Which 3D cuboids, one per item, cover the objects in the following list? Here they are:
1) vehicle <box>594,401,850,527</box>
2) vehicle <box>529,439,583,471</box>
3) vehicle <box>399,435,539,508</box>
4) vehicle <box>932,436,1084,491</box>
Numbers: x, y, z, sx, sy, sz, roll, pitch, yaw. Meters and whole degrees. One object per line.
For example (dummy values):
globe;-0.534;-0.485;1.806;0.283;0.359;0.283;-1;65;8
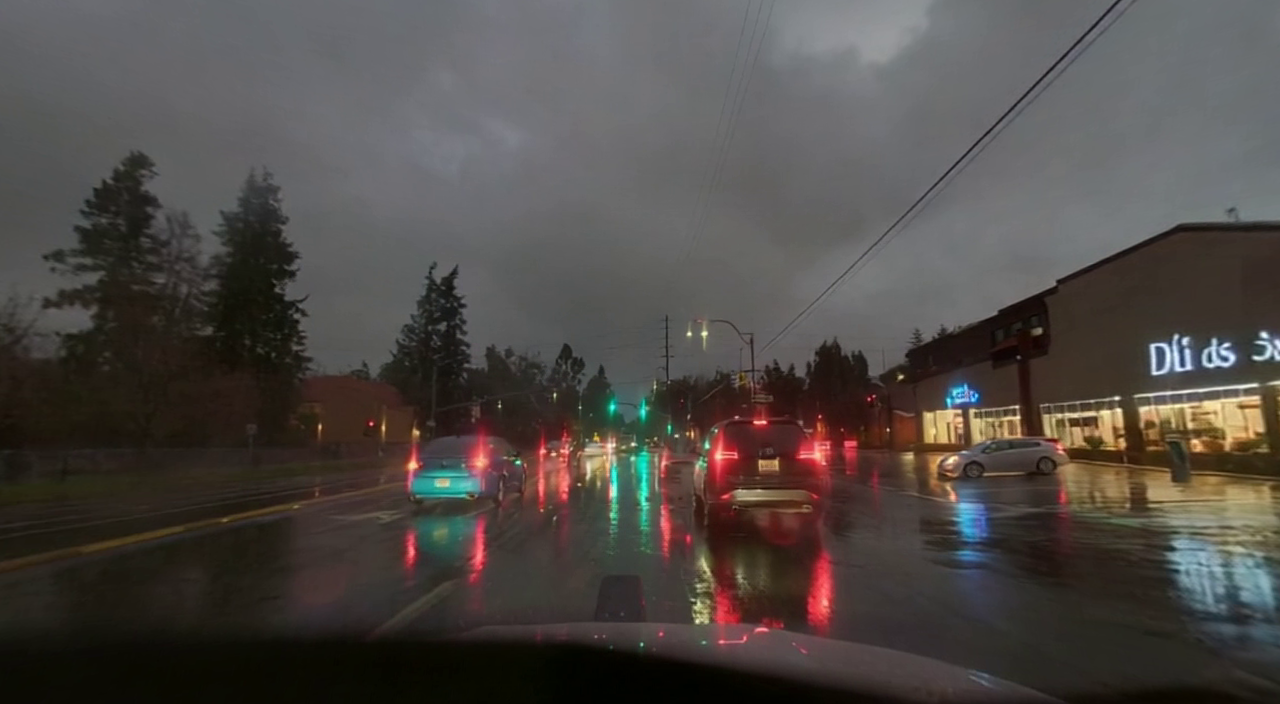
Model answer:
vehicle;1.384;2.096;12.234;2.052;1.955;4.642;8;-12;-43
vehicle;-4.092;5.106;31.318;2.042;1.470;4.123;0;-8;1
vehicle;-3.862;2.778;15.075;2.026;1.466;4.282;0;-8;2
vehicle;12.274;3.719;21.123;3.871;1.525;1.835;-3;-9;0
